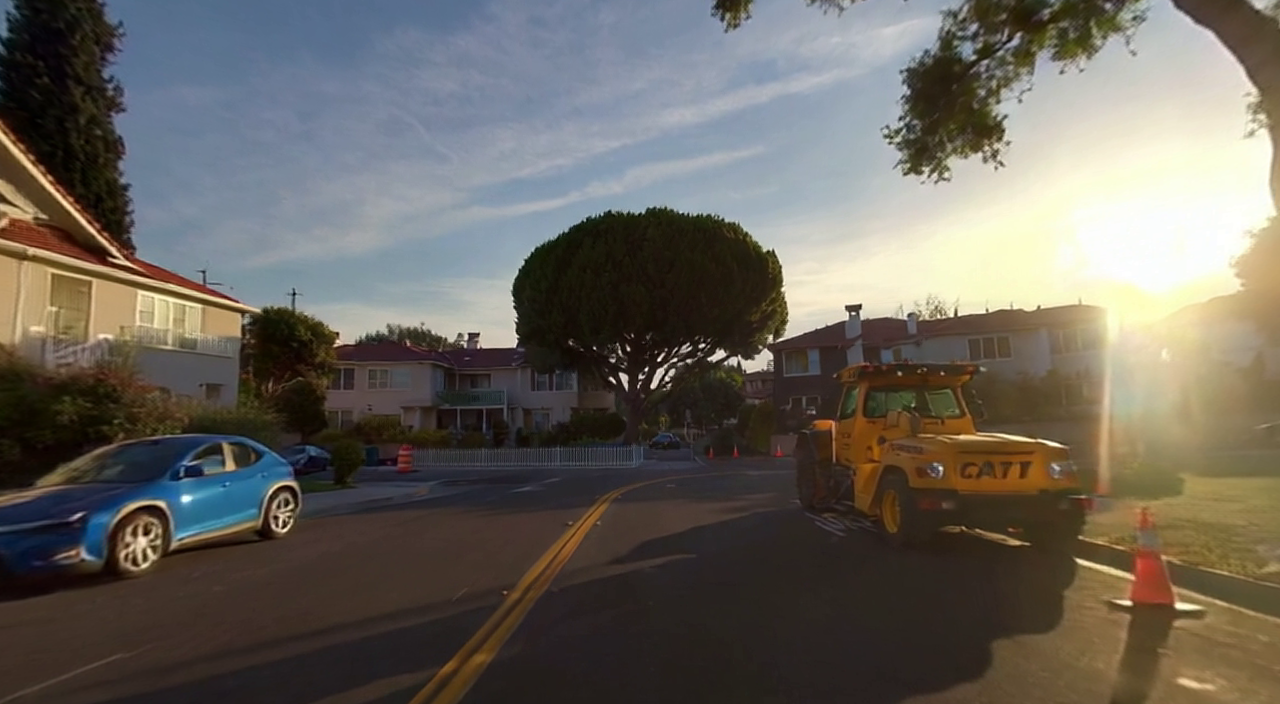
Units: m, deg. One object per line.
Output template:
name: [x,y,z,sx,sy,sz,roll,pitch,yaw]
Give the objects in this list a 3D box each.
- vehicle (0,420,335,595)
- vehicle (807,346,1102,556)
vehicle: [-6.663,1.931,8.919,2.220,1.765,4.799,0,-8,1]
vehicle: [4.411,1.475,9.714,2.501,2.613,3.505,0,-9,-3]
